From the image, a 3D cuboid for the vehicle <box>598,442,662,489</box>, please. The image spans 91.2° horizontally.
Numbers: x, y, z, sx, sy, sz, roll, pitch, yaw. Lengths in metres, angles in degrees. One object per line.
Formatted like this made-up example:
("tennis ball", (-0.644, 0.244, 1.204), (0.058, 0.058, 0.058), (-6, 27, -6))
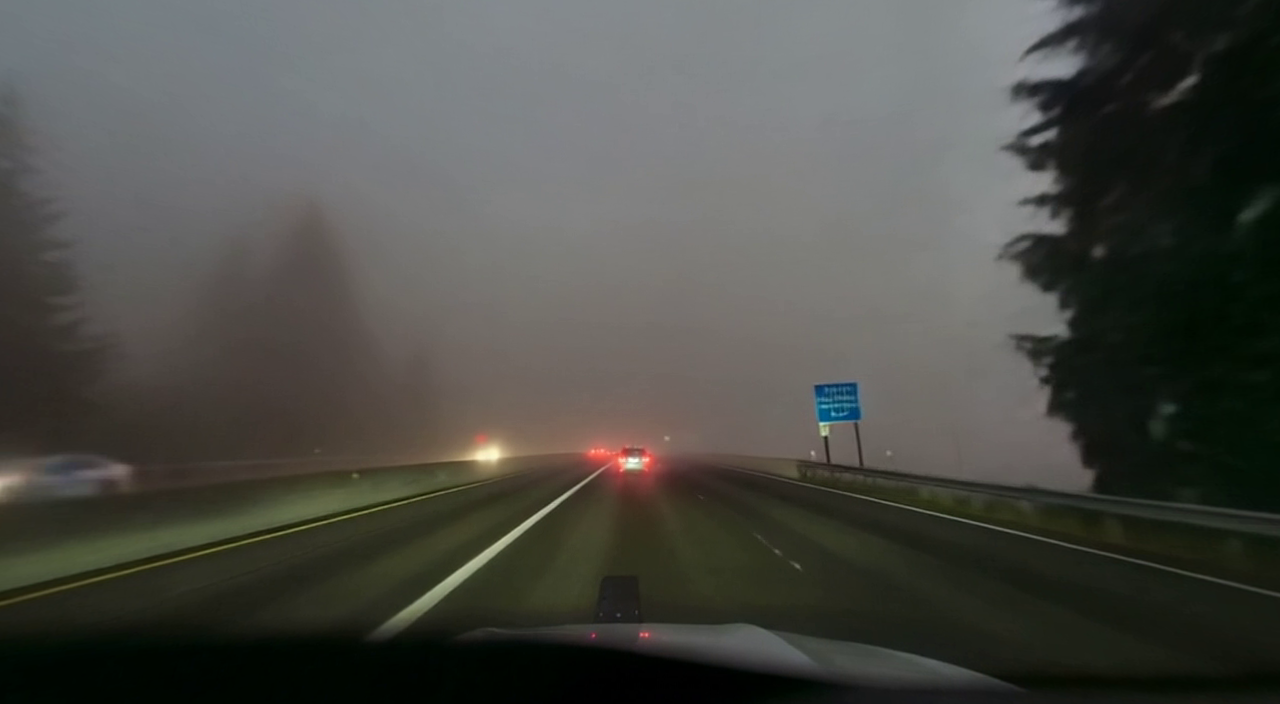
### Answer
("vehicle", (-0.352, 4.010, 22.467), (2.066, 1.490, 3.759), (-1, -9, -1))
